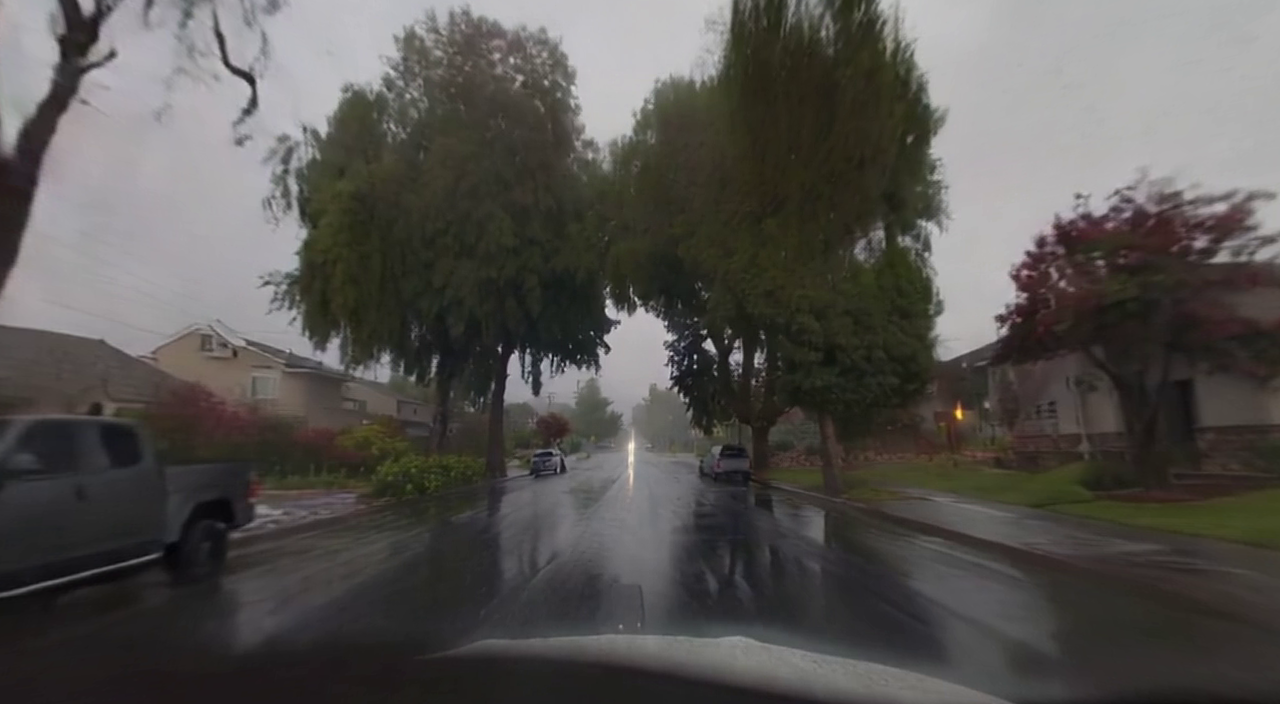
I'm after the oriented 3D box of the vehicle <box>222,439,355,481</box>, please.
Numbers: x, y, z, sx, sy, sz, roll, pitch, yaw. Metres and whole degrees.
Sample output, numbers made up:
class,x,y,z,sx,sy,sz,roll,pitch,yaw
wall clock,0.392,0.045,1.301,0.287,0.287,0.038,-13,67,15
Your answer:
class,x,y,z,sx,sy,sz,roll,pitch,yaw
vehicle,-15.332,4.725,27.768,4.530,1.777,2.107,0,-9,-3

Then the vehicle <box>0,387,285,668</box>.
class,x,y,z,sx,sy,sz,roll,pitch,yaw
vehicle,-5.711,1.425,5.637,2.341,1.942,5.044,0,-9,-3

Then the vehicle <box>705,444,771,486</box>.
class,x,y,z,sx,sy,sz,roll,pitch,yaw
vehicle,4.023,4.715,26.738,1.996,1.585,4.371,0,-9,-1

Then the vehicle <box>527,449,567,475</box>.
class,x,y,z,sx,sy,sz,roll,pitch,yaw
vehicle,-6.077,7.234,41.785,1.944,1.621,4.187,-1,-9,1
